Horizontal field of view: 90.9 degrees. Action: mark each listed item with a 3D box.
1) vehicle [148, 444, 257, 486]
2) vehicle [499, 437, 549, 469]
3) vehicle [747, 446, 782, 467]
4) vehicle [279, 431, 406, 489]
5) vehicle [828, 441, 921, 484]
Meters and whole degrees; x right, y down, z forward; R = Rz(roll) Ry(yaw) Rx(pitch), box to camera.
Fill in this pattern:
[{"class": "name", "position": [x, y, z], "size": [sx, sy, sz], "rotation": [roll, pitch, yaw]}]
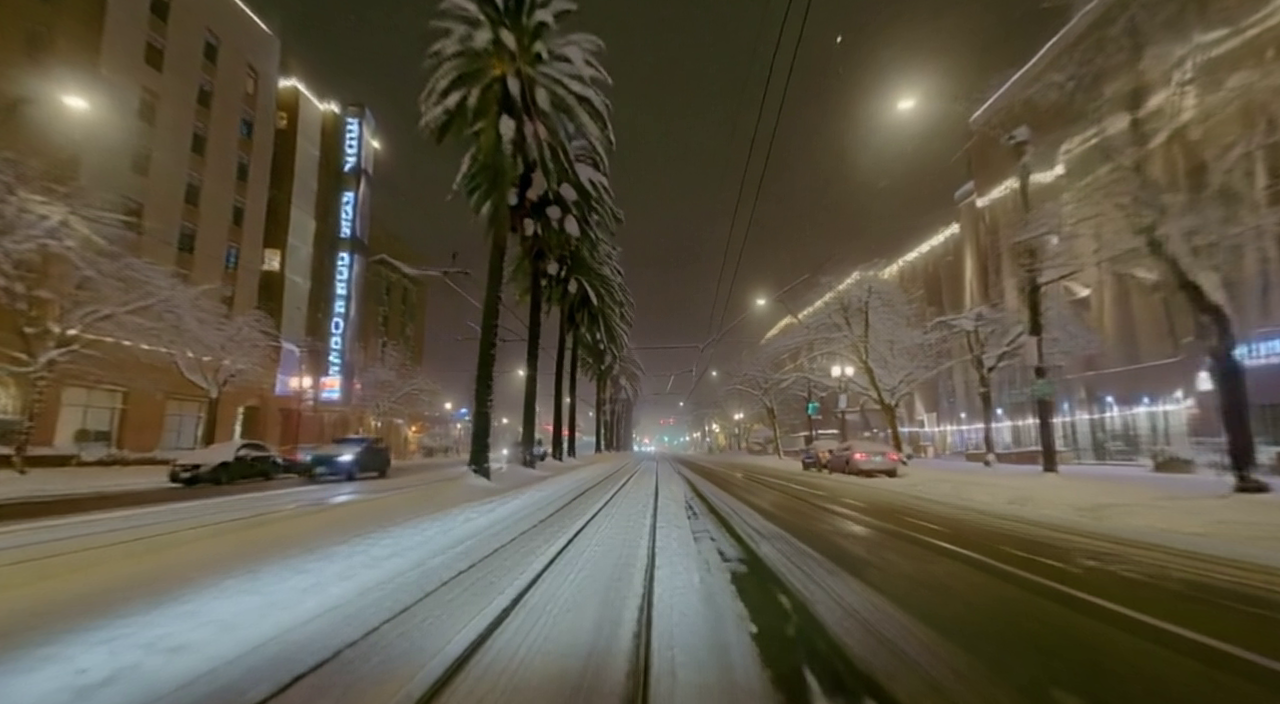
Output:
[{"class": "vehicle", "position": [-16.355, 4.190, 23.740], "size": [1.819, 1.450, 3.003], "rotation": [0, -8, 2]}, {"class": "vehicle", "position": [-7.107, 6.208, 38.974], "size": [2.032, 1.824, 4.557], "rotation": [0, -8, 2]}, {"class": "vehicle", "position": [9.105, 7.652, 46.428], "size": [1.733, 1.468, 4.326], "rotation": [0, -8, 0]}, {"class": "vehicle", "position": [-10.647, 3.874, 23.077], "size": [2.096, 1.860, 4.953], "rotation": [0, -8, 2]}, {"class": "vehicle", "position": [8.883, 4.187, 24.271], "size": [1.816, 1.488, 4.102], "rotation": [1, -8, -3]}]
